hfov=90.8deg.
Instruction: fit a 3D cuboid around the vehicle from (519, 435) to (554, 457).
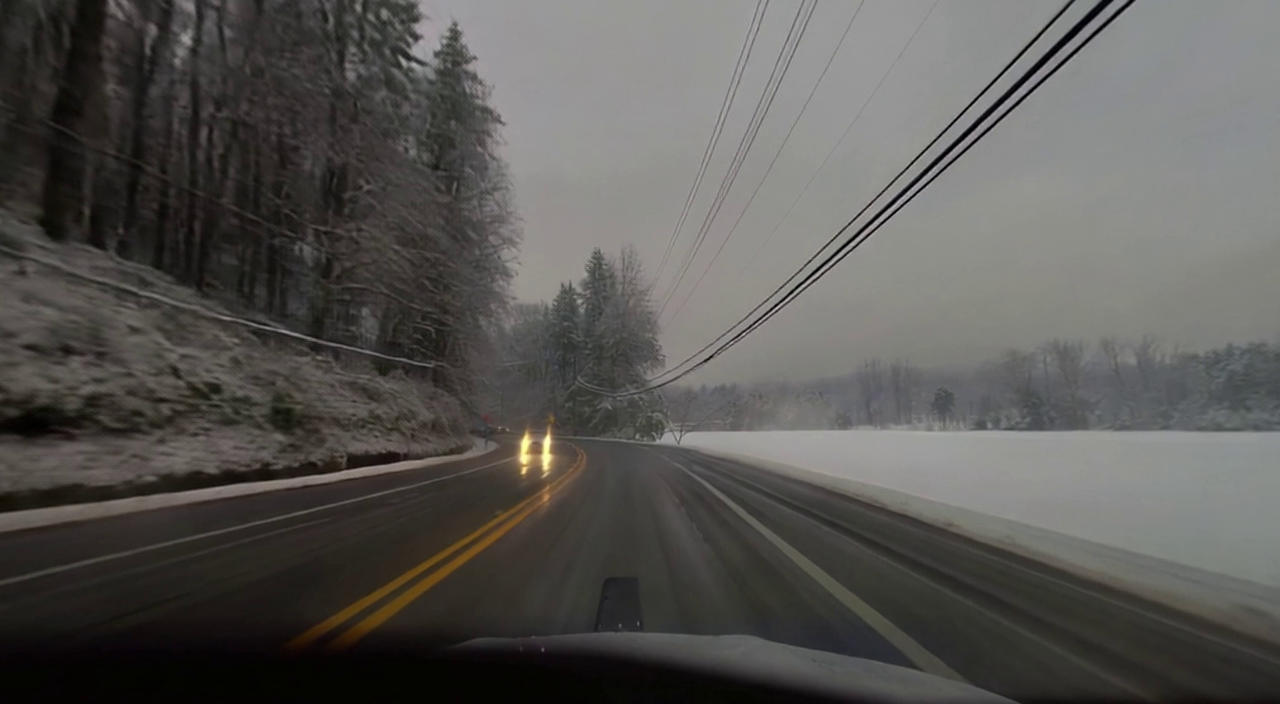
[{"bbox_3d":[-7.141,6.513,43.898,2.060,1.466,4.263,1,-8,-5],"label":"vehicle"}]
